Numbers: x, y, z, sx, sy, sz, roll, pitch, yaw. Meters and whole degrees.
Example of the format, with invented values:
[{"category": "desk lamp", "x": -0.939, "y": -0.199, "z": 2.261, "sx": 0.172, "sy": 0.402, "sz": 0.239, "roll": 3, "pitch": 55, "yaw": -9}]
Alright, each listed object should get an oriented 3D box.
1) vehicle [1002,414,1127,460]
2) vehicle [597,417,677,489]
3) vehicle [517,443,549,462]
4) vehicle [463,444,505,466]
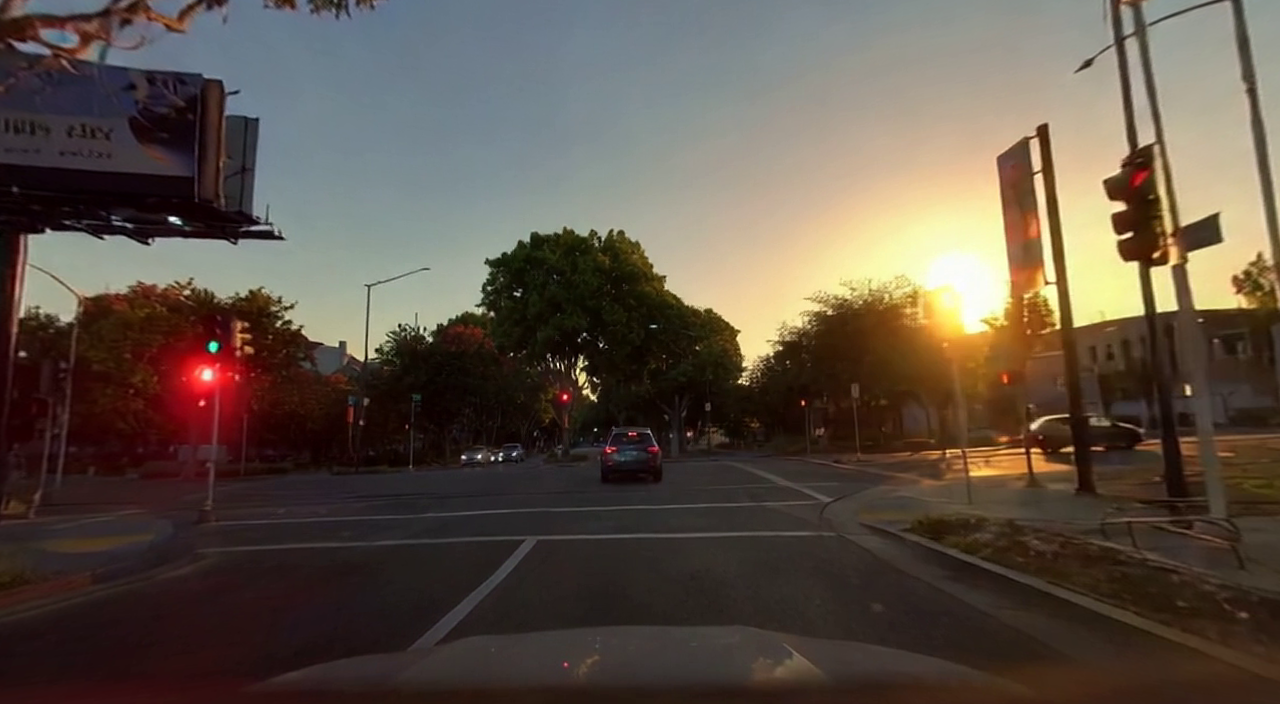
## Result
[{"category": "vehicle", "x": 15.637, "y": 3.134, "z": 23.293, "sx": 3.403, "sy": 1.602, "sz": 1.716, "roll": 0, "pitch": -8, "yaw": -6}, {"category": "vehicle", "x": -0.187, "y": 3.000, "z": 18.905, "sx": 2.142, "sy": 1.904, "sz": 3.816, "roll": 0, "pitch": -8, "yaw": -3}, {"category": "vehicle", "x": -7.920, "y": 7.452, "z": 46.868, "sx": 1.886, "sy": 1.377, "sz": 3.932, "roll": 0, "pitch": -8, "yaw": -3}, {"category": "vehicle", "x": -10.757, "y": 7.135, "z": 43.777, "sx": 1.989, "sy": 1.403, "sz": 4.331, "roll": 0, "pitch": -8, "yaw": -2}]
